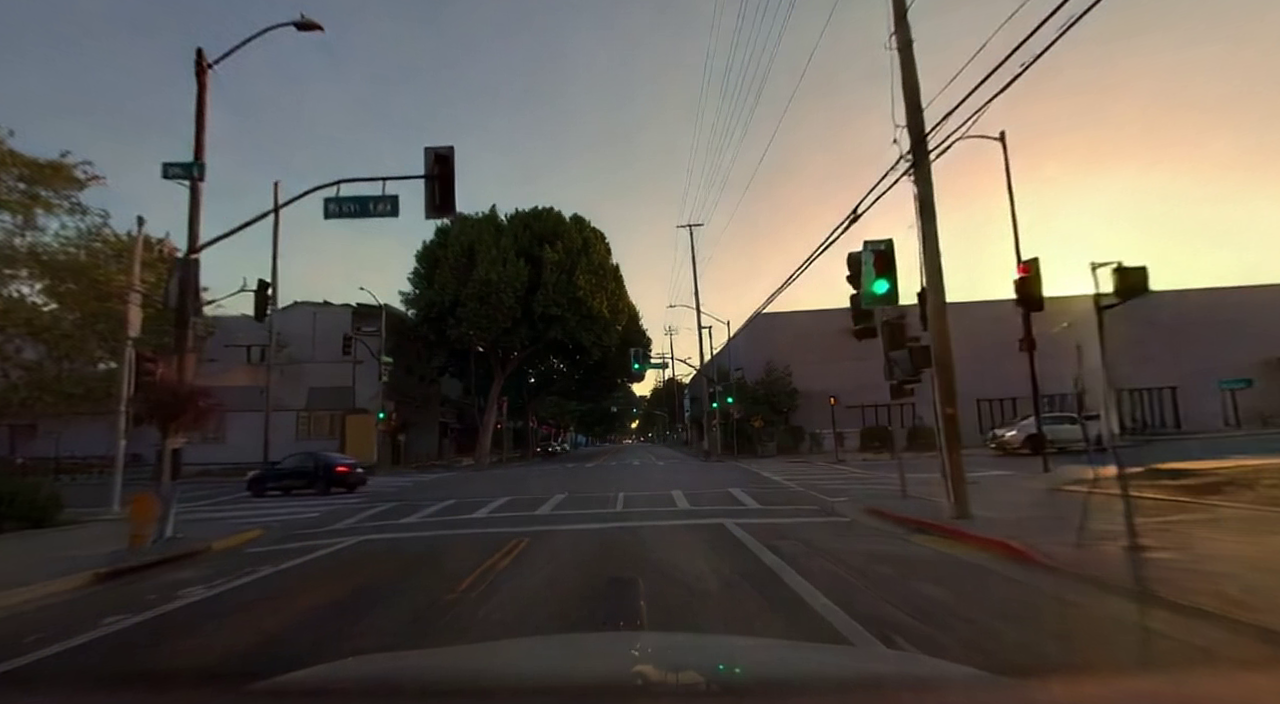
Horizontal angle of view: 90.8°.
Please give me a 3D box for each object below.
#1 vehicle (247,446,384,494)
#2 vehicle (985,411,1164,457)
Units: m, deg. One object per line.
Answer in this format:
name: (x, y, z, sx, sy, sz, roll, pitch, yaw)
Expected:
vehicle: (-12.299, 4.396, 23.958, 4.624, 1.478, 2.118, -4, -4, 23)
vehicle: (14.543, 2.776, 21.335, 4.632, 1.484, 1.907, 0, -8, -2)
